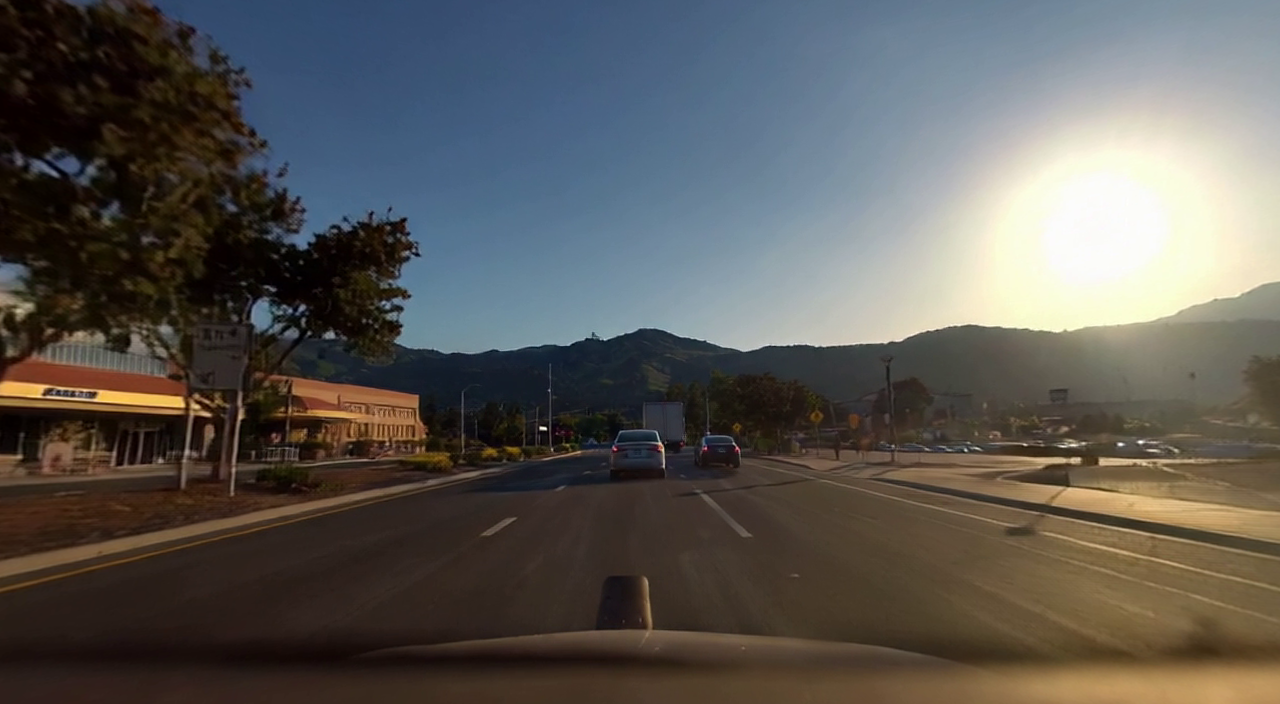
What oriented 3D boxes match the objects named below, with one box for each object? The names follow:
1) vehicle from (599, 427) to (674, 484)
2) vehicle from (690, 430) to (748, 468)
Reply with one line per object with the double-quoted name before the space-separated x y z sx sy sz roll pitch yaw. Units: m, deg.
"vehicle" -0.136 3.306 20.313 2.193 1.651 3.946 0 -8 -1
"vehicle" 3.643 4.593 29.869 2.088 1.655 4.360 0 -8 -1
